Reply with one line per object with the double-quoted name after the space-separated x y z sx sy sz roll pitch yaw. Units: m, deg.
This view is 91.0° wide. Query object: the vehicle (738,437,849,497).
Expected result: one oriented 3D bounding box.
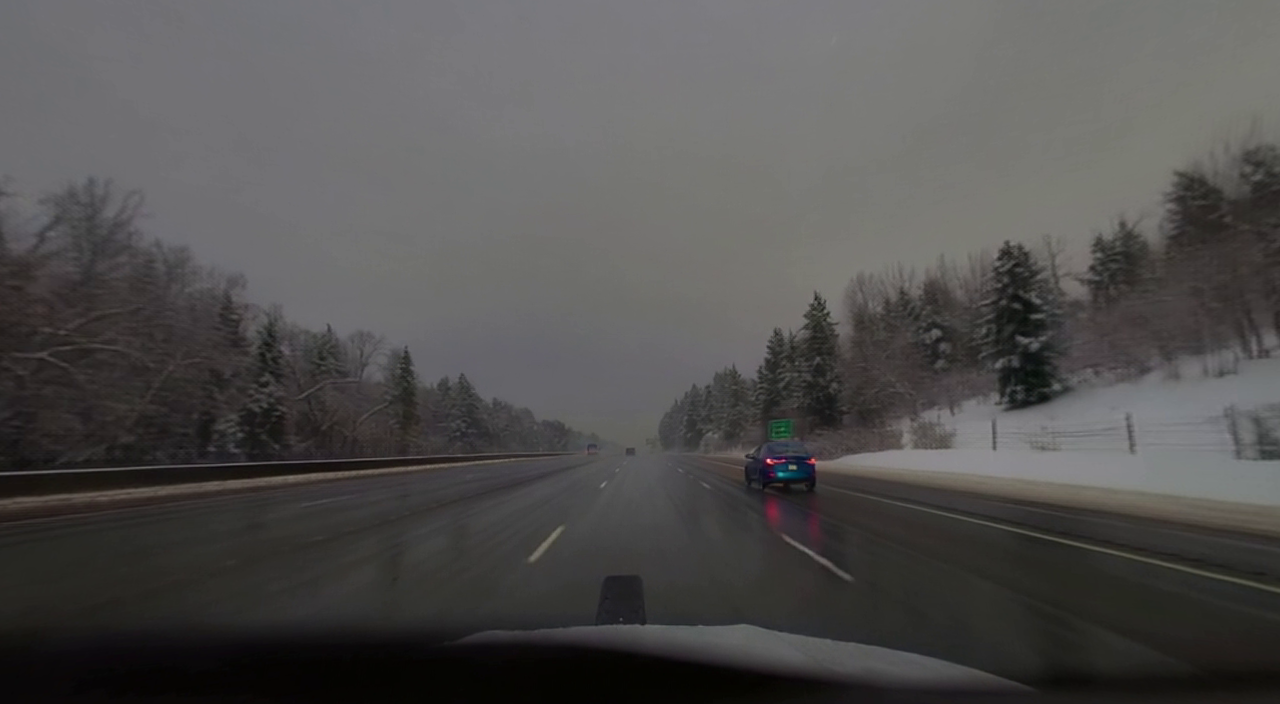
4.236 3.262 18.199 2.033 1.501 4.398 0 -9 -1 "vehicle"
